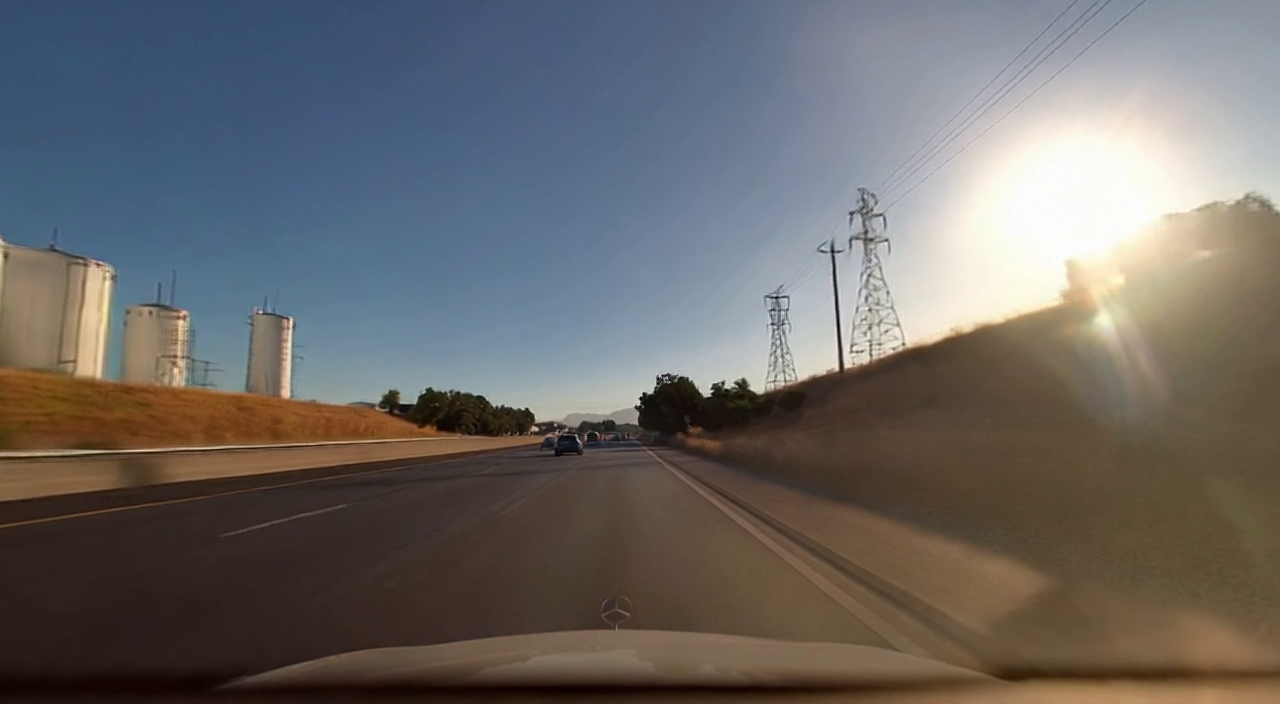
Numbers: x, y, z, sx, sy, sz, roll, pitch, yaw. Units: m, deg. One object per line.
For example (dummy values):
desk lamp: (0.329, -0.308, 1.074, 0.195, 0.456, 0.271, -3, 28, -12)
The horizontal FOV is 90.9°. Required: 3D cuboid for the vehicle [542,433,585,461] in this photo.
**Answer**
vehicle: (-4.139, 5.182, 34.574, 1.952, 1.462, 3.969, 0, -8, -1)
